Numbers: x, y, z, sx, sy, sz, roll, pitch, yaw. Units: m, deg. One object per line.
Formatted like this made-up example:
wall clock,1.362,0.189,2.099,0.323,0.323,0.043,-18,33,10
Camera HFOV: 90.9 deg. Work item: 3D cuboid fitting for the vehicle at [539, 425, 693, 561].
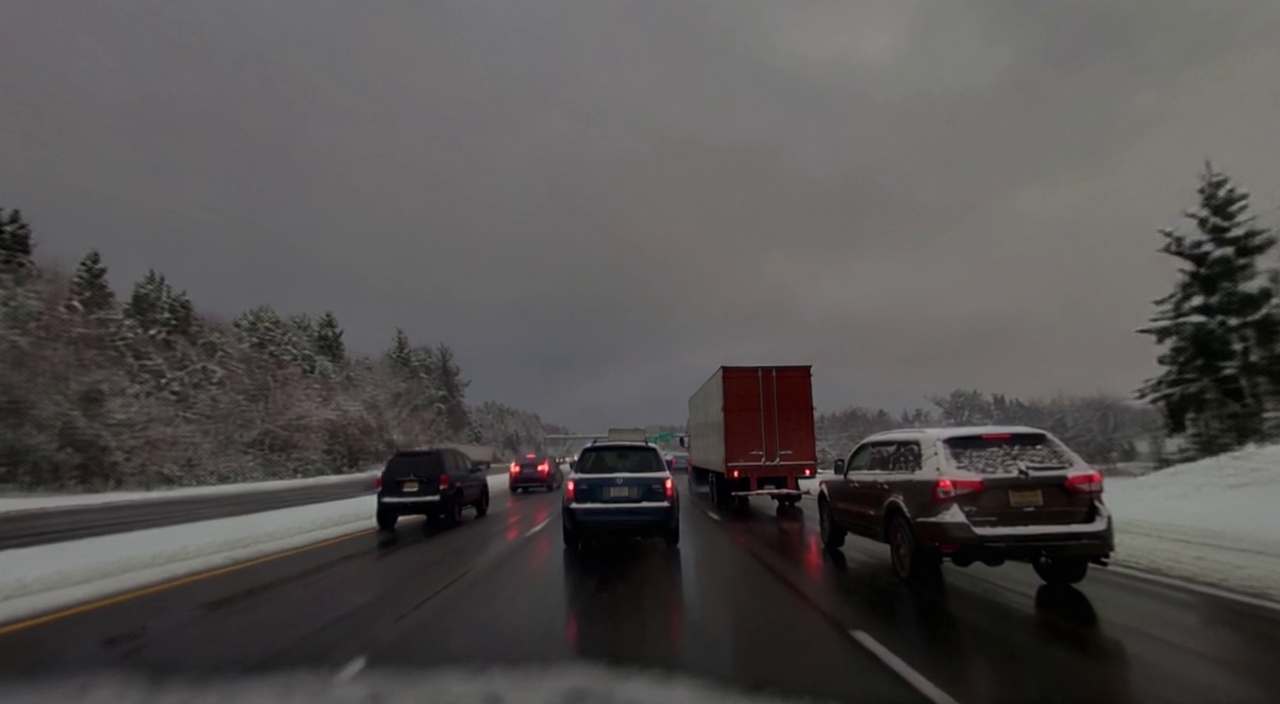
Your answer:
vehicle,-0.337,2.214,10.578,2.037,1.792,4.194,0,-9,0

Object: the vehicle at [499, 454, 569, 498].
vehicle,-3.952,4.680,24.158,1.923,1.503,4.293,0,-9,0

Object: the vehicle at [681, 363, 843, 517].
vehicle,3.781,3.754,25.954,3.032,4.051,18.805,0,-9,0

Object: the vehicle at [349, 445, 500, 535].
vehicle,-4.346,2.806,13.383,1.789,1.620,3.841,0,-9,1

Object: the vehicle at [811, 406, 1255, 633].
vehicle,3.701,1.667,7.307,2.076,1.751,4.666,0,-9,0
